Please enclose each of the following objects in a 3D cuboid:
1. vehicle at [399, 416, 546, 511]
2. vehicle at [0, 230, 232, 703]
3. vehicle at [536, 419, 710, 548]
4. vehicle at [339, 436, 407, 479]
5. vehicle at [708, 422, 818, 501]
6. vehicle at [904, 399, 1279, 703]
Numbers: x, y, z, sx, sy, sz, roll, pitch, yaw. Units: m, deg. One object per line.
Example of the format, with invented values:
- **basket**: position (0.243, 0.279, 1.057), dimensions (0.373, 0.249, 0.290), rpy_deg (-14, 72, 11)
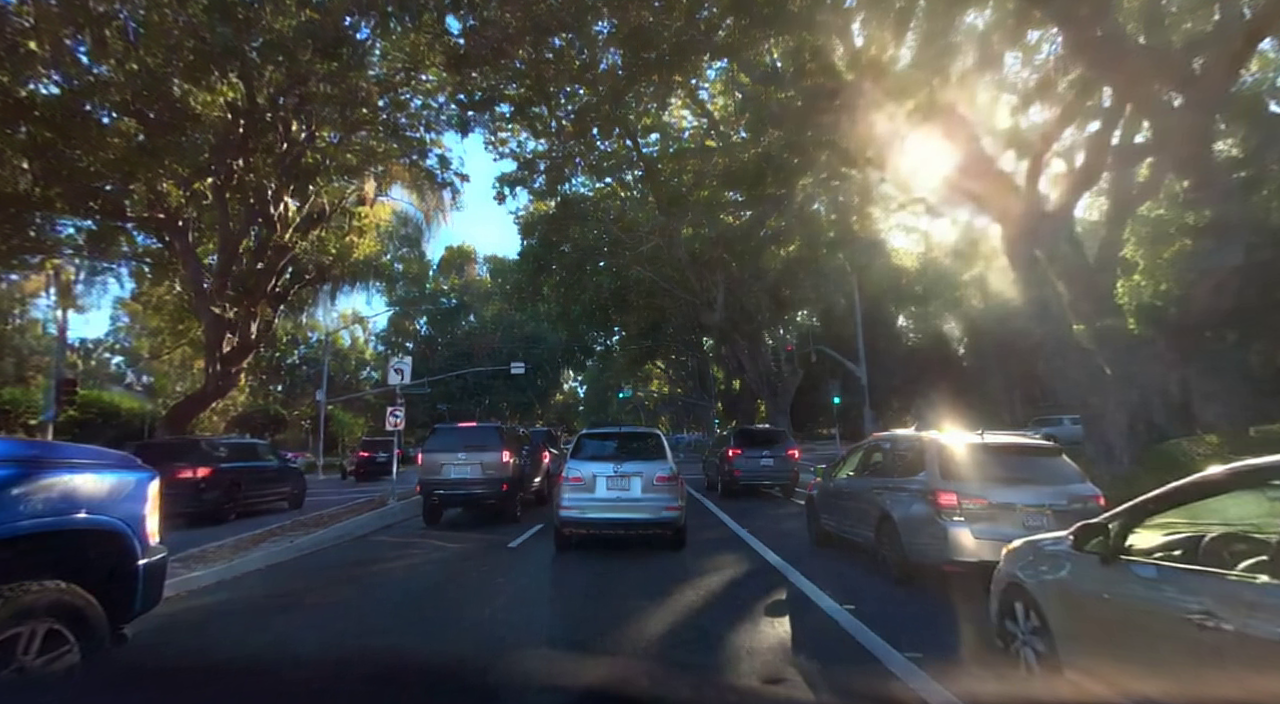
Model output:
- **vehicle**: position (-3.628, 2.522, 14.668), dimensions (2.089, 1.857, 4.488), rpy_deg (0, -8, 1)
- **vehicle**: position (-3.475, 0.349, 0.306), dimensions (2.656, 2.021, 5.800), rpy_deg (0, -8, 0)
- **vehicle**: position (-0.222, 1.937, 9.879), dimensions (2.194, 1.607, 3.690), rpy_deg (0, -8, 0)
- **vehicle**: position (-12.491, 4.844, 29.305), dimensions (2.088, 1.787, 4.728), rpy_deg (5, -10, -31)
- **vehicle**: position (3.168, 2.939, 17.307), dimensions (2.102, 1.841, 4.587), rpy_deg (0, -8, 0)
- **vehicle**: position (3.015, 0.966, 2.522), dimensions (1.874, 1.477, 4.698), rpy_deg (0, -8, 0)
